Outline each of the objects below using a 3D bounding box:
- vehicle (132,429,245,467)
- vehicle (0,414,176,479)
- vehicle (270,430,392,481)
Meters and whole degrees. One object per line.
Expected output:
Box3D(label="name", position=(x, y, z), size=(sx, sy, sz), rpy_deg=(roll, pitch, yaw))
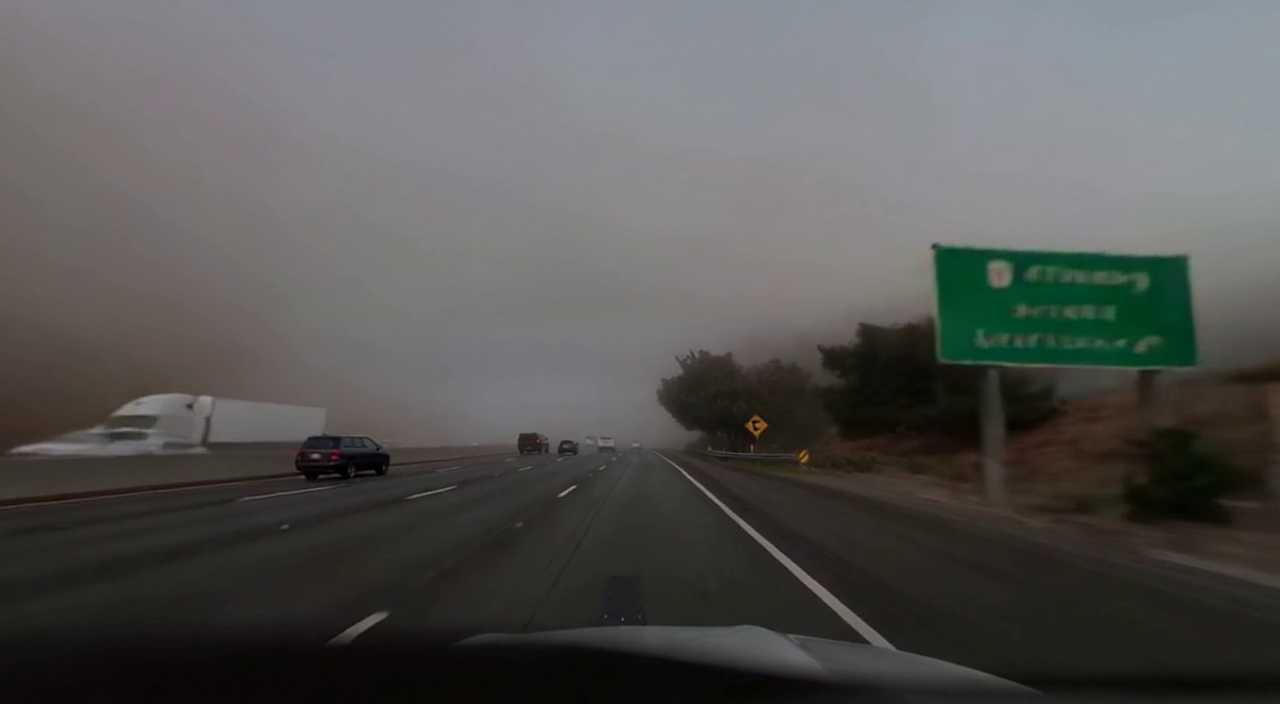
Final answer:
Box3D(label="vehicle", position=(-21.708, 4.665, 30.489), size=(2.006, 1.682, 4.664), rpy_deg=(0, -8, 0))
Box3D(label="vehicle", position=(-18.298, 3.057, 20.375), size=(2.179, 1.790, 5.517), rpy_deg=(0, -8, 1))
Box3D(label="vehicle", position=(-10.901, 3.696, 22.581), size=(2.001, 1.625, 4.528), rpy_deg=(0, -8, 1))
